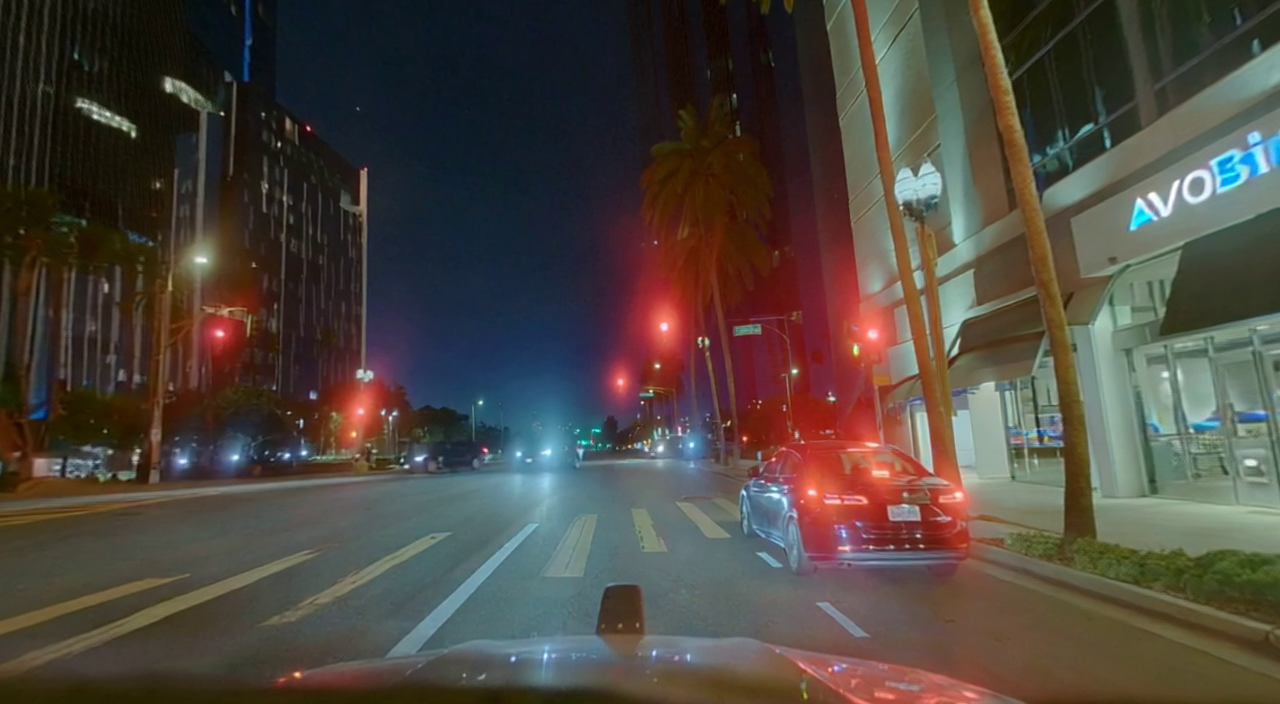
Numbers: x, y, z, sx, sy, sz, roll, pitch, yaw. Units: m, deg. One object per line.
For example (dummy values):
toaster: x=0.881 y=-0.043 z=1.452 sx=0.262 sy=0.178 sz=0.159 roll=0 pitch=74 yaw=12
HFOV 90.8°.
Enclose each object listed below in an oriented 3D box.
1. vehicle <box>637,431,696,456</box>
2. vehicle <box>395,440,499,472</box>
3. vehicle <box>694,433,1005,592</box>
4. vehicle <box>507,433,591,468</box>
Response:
vehicle: x=2.087 y=7.065 z=48.654 sx=2.029 sy=1.822 sz=5.090 roll=-6 pitch=-10 yaw=36
vehicle: x=-9.543 y=5.151 z=31.592 sx=1.896 sy=1.492 sz=4.808 roll=-6 pitch=-10 yaw=34
vehicle: x=2.225 y=1.858 z=8.399 sx=2.090 sy=1.466 sz=4.676 roll=1 pitch=-8 yaw=-7
vehicle: x=-4.104 y=4.562 z=29.417 sx=2.052 sy=1.478 sz=4.395 roll=-3 pitch=-9 yaw=19
